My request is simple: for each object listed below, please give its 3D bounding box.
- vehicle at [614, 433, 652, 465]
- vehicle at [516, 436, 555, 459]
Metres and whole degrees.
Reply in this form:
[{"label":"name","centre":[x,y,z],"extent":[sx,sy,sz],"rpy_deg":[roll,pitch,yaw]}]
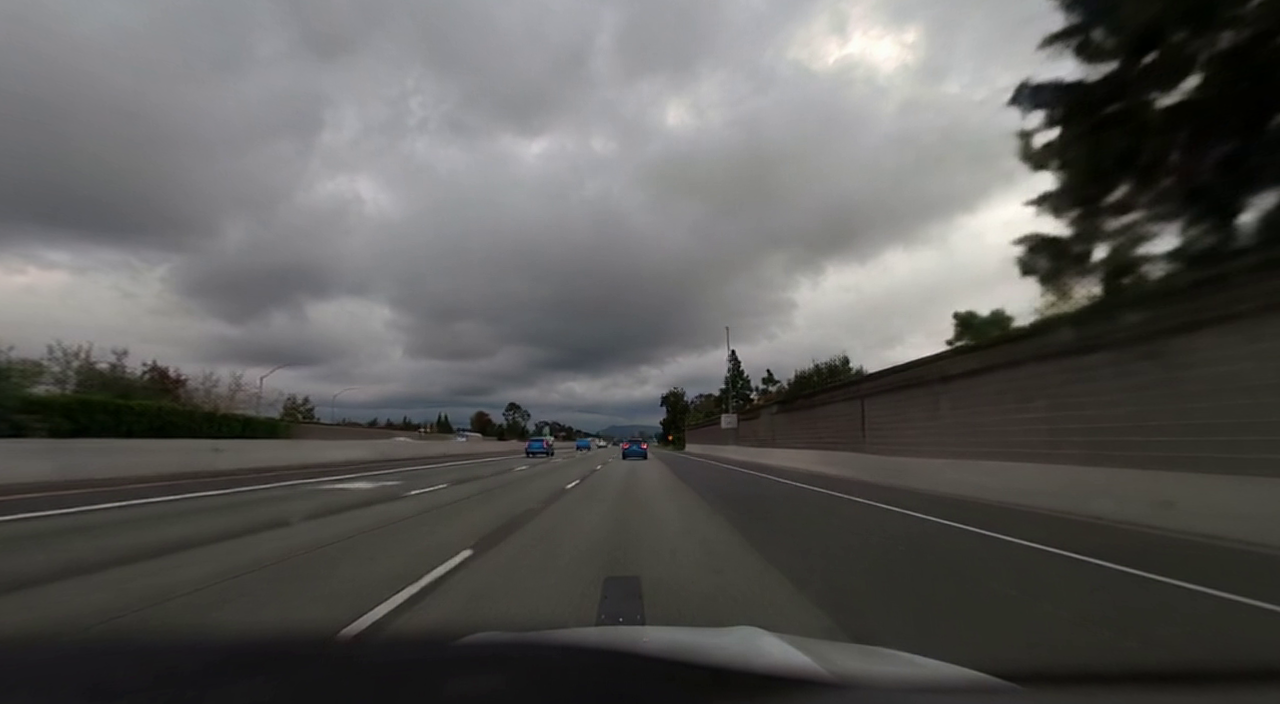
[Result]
[{"label":"vehicle","centre":[-0.383,5.691,36.987],"extent":[2.141,1.706,4.065],"rpy_deg":[0,-8,0]},{"label":"vehicle","centre":[-7.513,6.962,45.872],"extent":[2.019,1.523,4.396],"rpy_deg":[0,-8,1]}]
